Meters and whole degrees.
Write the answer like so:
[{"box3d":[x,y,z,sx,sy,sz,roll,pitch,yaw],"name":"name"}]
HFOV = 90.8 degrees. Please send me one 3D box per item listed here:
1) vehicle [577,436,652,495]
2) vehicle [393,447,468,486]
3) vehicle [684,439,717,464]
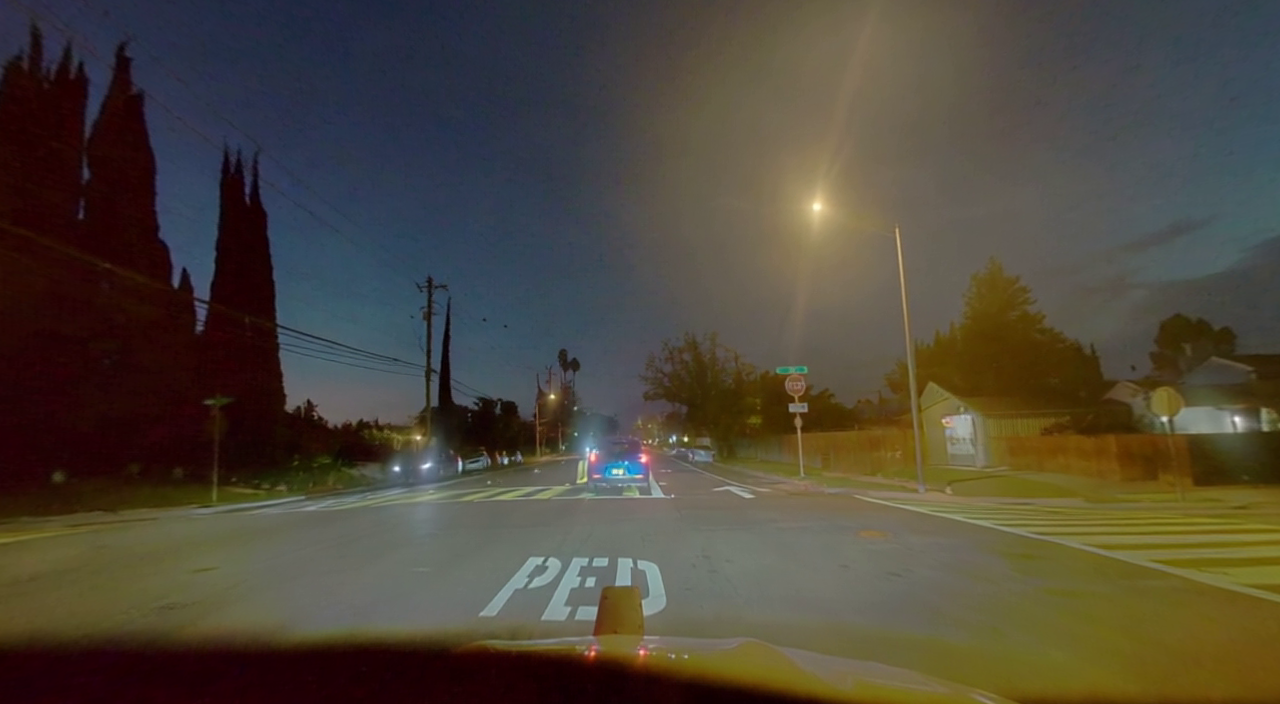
[{"box3d":[-0.662,3.106,17.657,1.877,1.448,3.830,0,-8,-1],"name":"vehicle"},{"box3d":[-8.716,4.767,26.645,1.934,1.506,4.032,0,-8,-3],"name":"vehicle"},{"box3d":[4.440,7.407,47.091,2.101,1.744,4.466,0,-8,1],"name":"vehicle"}]
